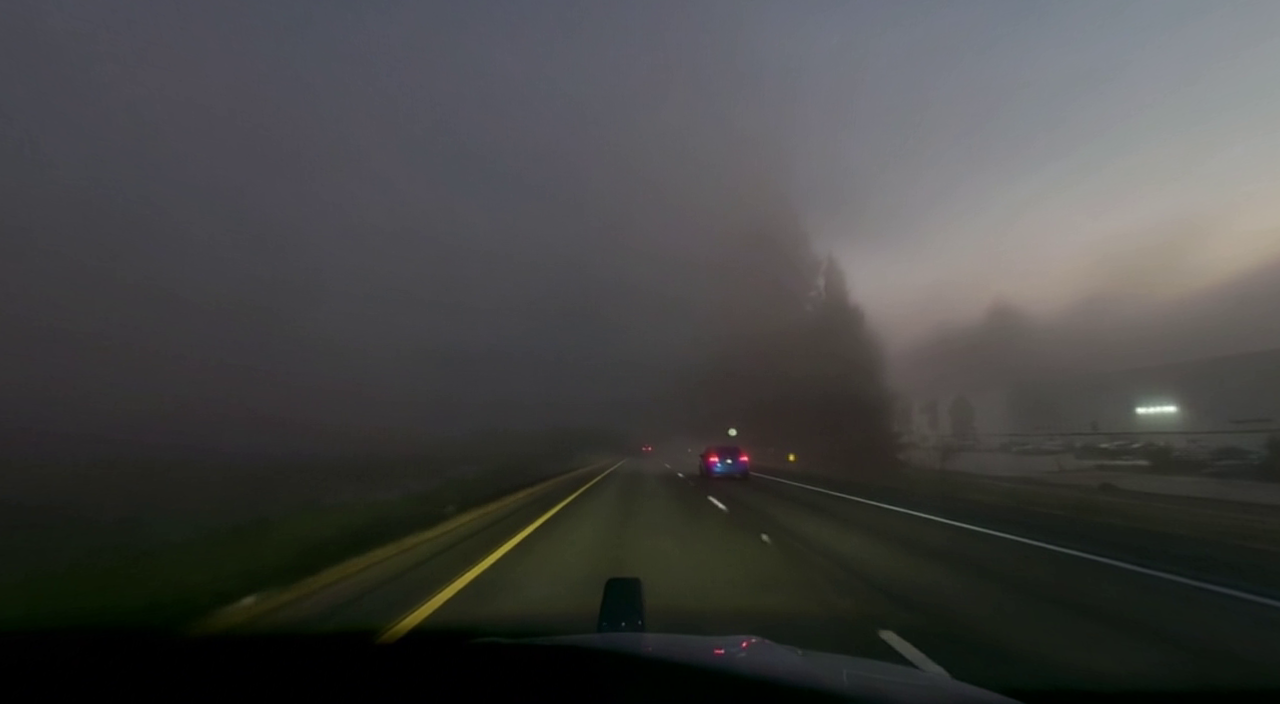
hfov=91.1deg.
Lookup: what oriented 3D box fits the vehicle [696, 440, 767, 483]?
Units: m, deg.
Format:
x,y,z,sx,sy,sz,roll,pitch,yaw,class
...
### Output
x,y,z,sx,sy,sz,roll,pitch,yaw,class
3.448,4.218,24.468,2.079,1.531,3.997,0,-9,-1,vehicle
